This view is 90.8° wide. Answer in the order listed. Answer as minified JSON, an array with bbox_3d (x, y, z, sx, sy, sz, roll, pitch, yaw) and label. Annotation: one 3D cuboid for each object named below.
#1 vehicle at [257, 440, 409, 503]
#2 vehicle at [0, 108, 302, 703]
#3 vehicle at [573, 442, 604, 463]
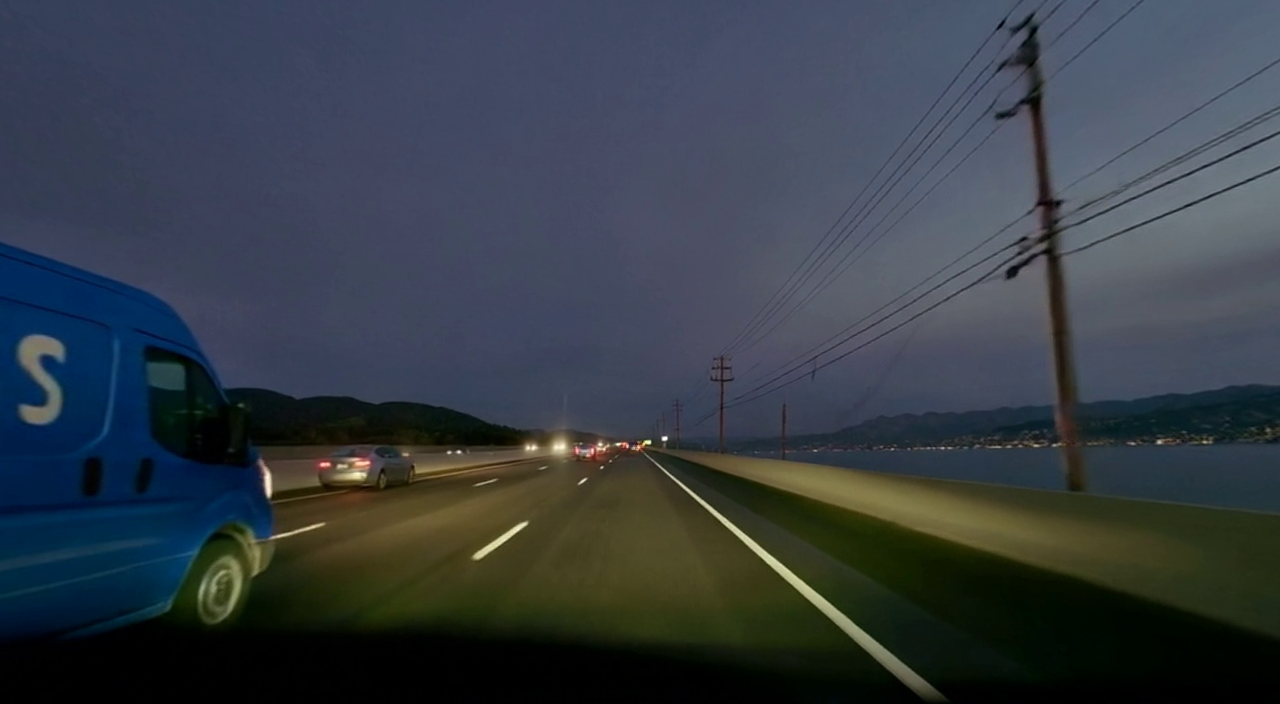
[{"bbox_3d":[-8.015,3.138,17.053,1.847,1.456,4.471,0,-8,0],"label":"vehicle"},{"bbox_3d":[-3.870,0.204,1.604,2.331,2.757,6.581,0,-8,0],"label":"vehicle"},{"bbox_3d":[-3.961,7.810,49.352,2.097,1.514,4.209,0,-8,-1],"label":"vehicle"}]
